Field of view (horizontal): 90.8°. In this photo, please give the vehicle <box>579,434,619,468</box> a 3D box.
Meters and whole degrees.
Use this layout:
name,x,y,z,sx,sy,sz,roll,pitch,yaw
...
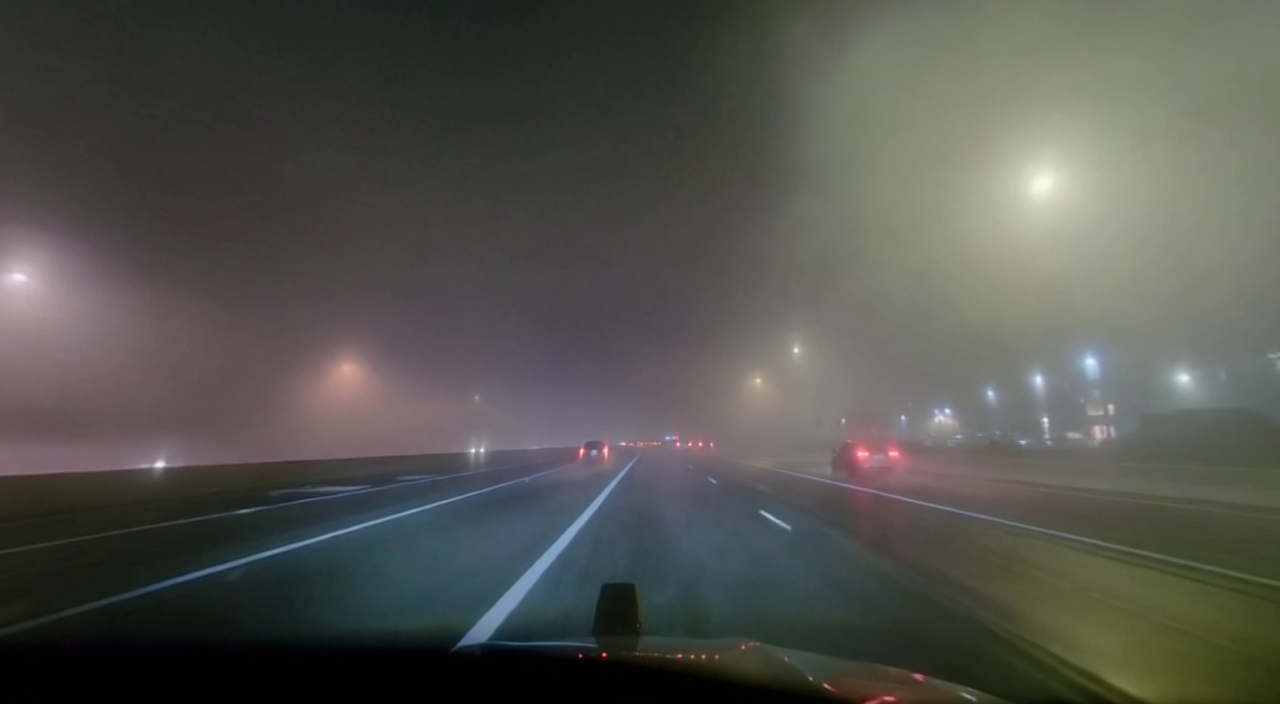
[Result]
name,x,y,z,sx,sy,sz,roll,pitch,yaw
vehicle,-2.291,5.676,36.394,1.893,1.827,4.513,0,-8,1

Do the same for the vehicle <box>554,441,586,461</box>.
name,x,y,z,sx,sy,sz,roll,pitch,yaw
vehicle,-5.470,7.823,49.983,2.009,1.462,4.458,0,-8,1

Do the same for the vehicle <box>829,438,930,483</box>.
name,x,y,z,sx,sy,sz,roll,pitch,yaw
vehicle,8.408,3.847,22.634,1.900,1.432,4.519,0,-8,1
